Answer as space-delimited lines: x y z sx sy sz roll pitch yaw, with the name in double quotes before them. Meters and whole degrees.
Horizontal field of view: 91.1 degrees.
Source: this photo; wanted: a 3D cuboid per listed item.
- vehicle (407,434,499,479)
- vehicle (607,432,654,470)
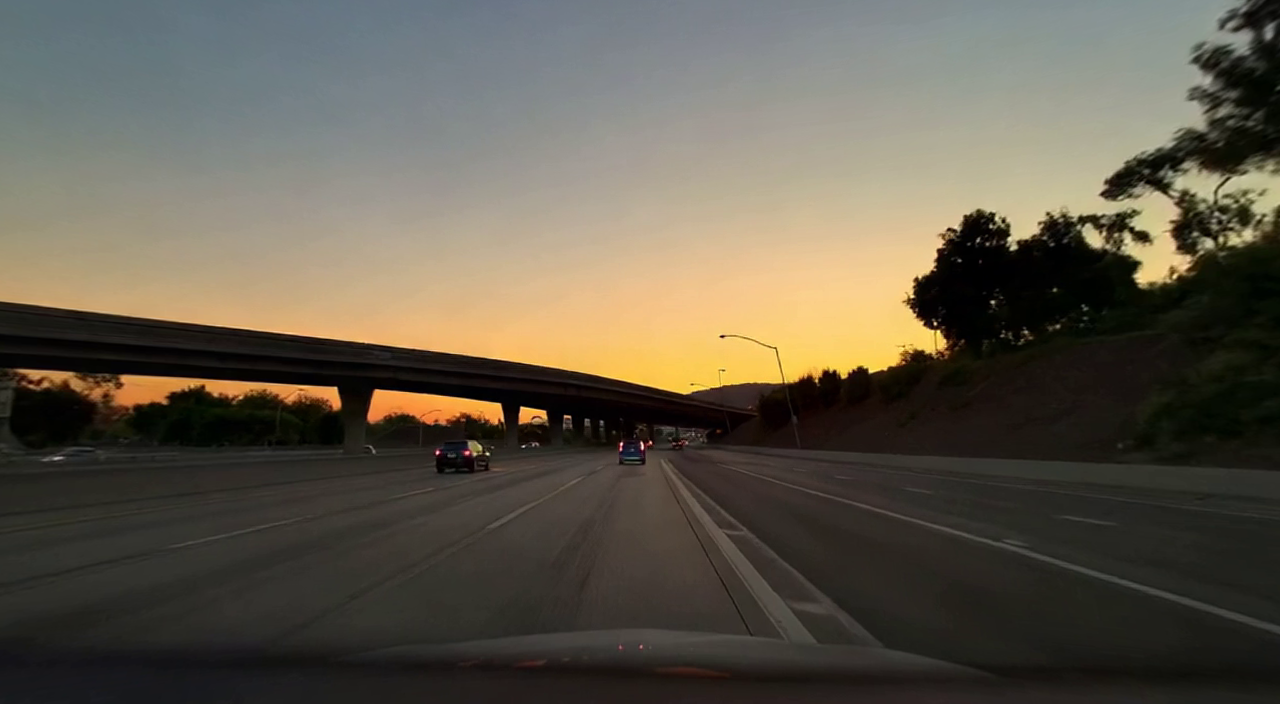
"vehicle" -6.998 3.973 24.090 1.994 1.519 4.668 0 -9 2
"vehicle" -0.379 4.842 30.806 2.155 1.690 4.318 0 -9 1
